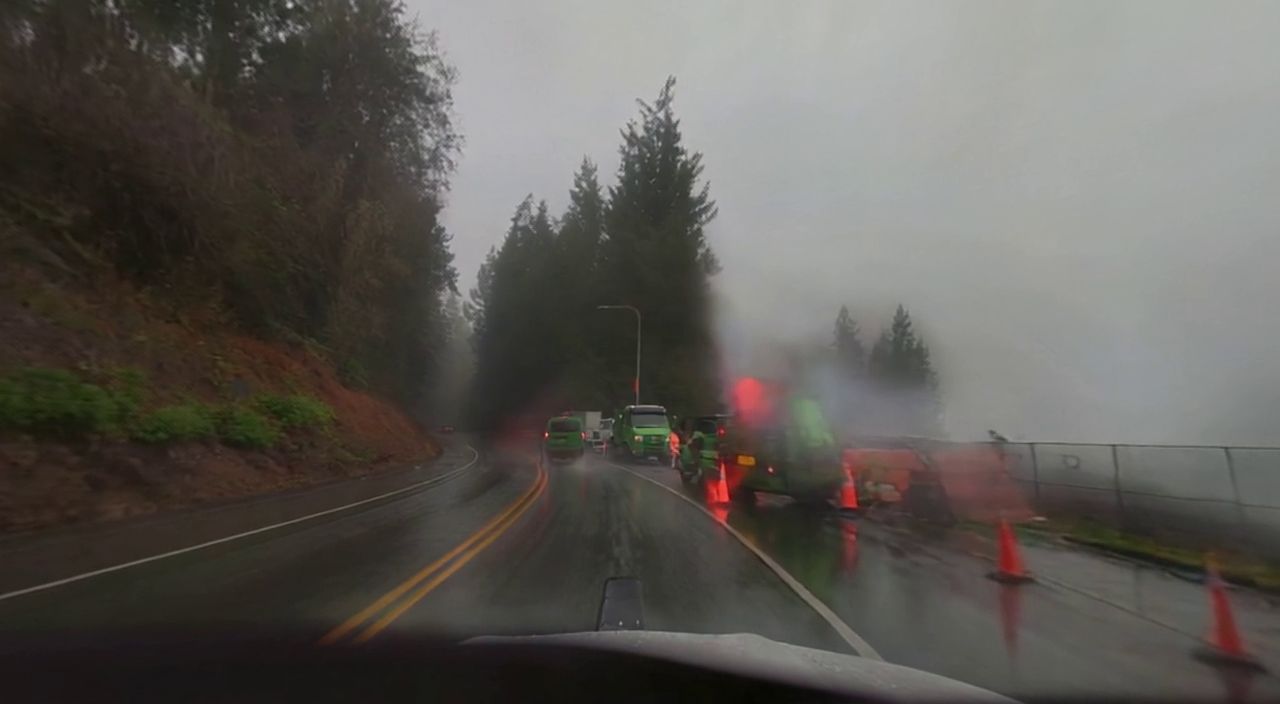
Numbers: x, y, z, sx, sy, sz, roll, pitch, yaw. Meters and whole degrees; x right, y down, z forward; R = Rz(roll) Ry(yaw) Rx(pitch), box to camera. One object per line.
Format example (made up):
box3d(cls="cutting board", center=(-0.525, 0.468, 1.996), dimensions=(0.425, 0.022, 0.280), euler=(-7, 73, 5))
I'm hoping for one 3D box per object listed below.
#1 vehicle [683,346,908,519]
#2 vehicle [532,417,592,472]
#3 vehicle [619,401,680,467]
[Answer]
box3d(cls="vehicle", center=(3.303, 2.092, 16.537), dimensions=(3.126, 3.310, 8.534), euler=(0, -8, -4))
box3d(cls="vehicle", center=(-3.573, 4.132, 28.271), dimensions=(2.362, 2.223, 4.892), euler=(2, -9, -10))
box3d(cls="vehicle", center=(0.367, 4.133, 31.508), dimensions=(2.703, 3.066, 4.047), euler=(1, -9, -4))
